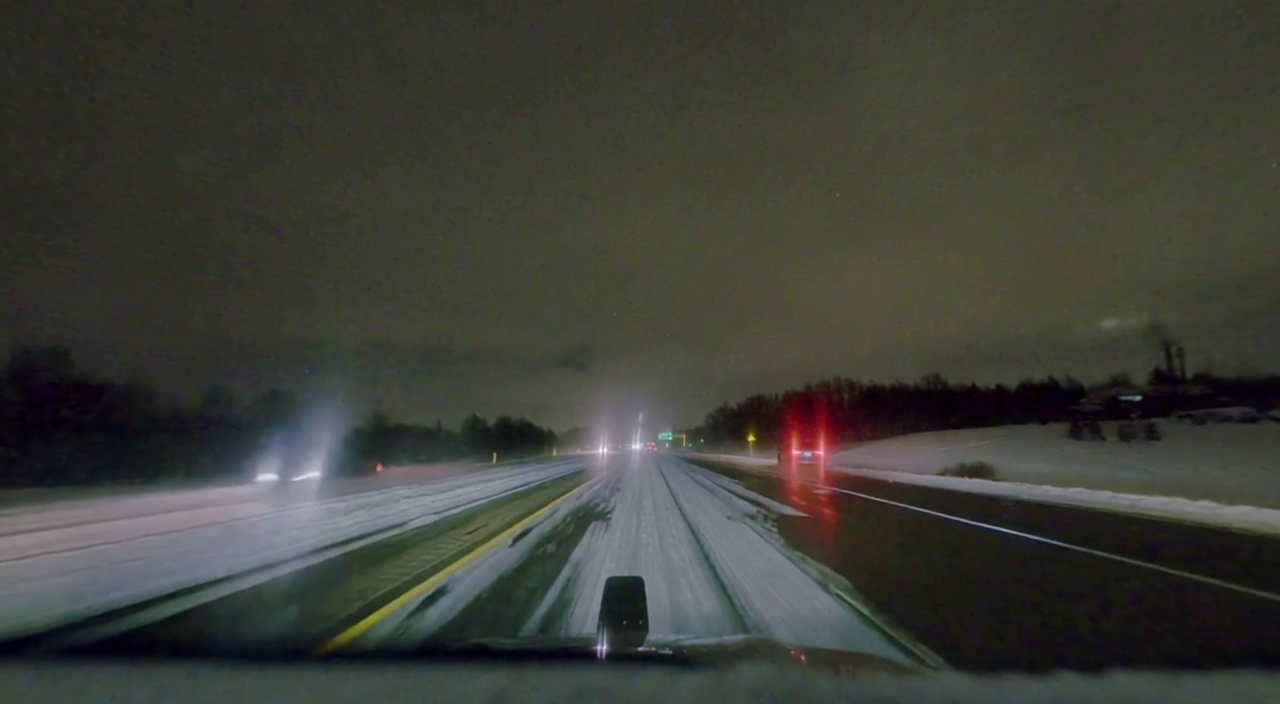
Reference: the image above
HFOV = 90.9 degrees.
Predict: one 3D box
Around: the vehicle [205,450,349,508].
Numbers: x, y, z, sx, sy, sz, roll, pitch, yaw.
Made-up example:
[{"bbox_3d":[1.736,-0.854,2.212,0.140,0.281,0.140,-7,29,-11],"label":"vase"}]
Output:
[{"bbox_3d":[-10.522,3.676,18.688,1.750,1.465,4.091,-1,-8,1],"label":"vehicle"}]
